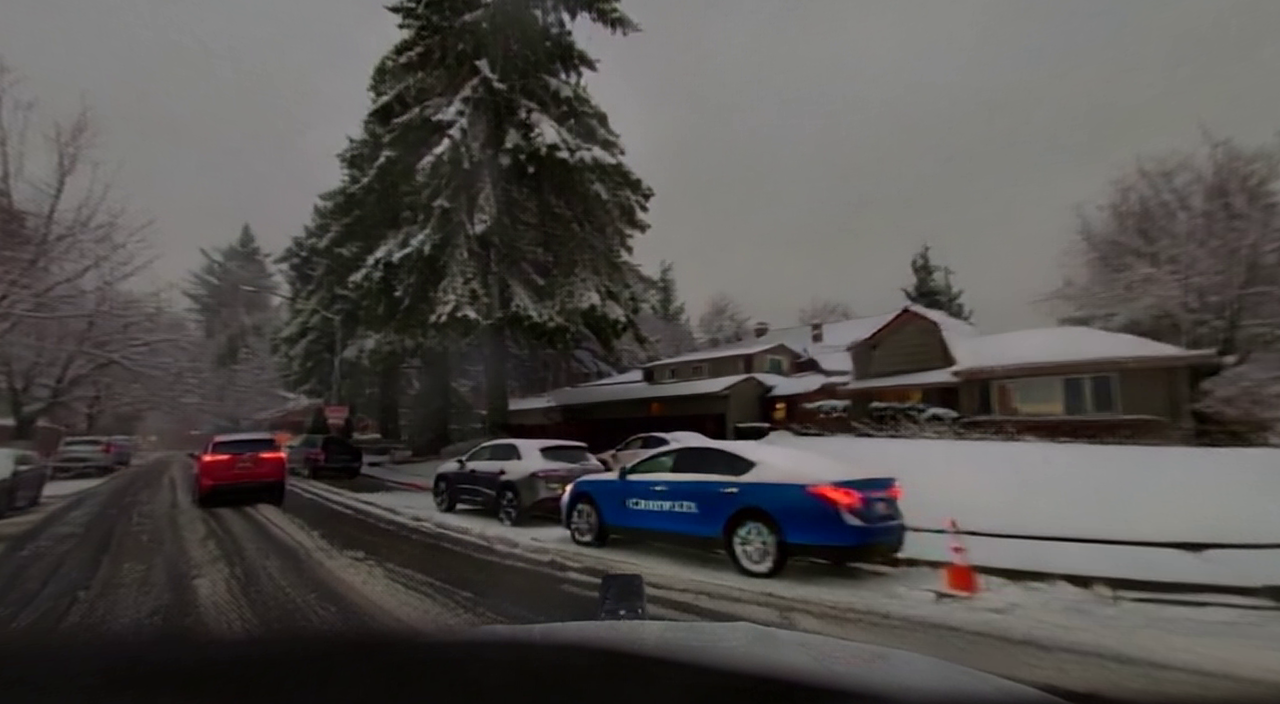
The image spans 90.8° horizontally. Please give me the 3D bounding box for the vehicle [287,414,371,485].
[{"bbox_3d":[-14.432,4.480,29.133,2.268,2.900,5.980,6,-11,-36],"label":"vehicle"}]

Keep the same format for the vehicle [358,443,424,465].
[{"bbox_3d":[-19.431,7.958,49.357,4.486,1.629,1.792,5,-10,-33],"label":"vehicle"}]

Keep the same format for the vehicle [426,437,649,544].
[{"bbox_3d":[-2.167,2.379,11.894,1.996,1.497,5.022,5,-9,-37],"label":"vehicle"}]

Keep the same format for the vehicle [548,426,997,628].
[{"bbox_3d":[1.126,1.718,7.455,2.400,1.515,4.710,6,-11,-36],"label":"vehicle"}]

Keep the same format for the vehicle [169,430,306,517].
[{"bbox_3d":[-9.734,2.808,15.153,2.350,1.748,4.094,6,-10,-36],"label":"vehicle"}]

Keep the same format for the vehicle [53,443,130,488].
[{"bbox_3d":[-25.650,5.245,29.714,2.241,1.822,4.728,4,-9,-36],"label":"vehicle"}]
